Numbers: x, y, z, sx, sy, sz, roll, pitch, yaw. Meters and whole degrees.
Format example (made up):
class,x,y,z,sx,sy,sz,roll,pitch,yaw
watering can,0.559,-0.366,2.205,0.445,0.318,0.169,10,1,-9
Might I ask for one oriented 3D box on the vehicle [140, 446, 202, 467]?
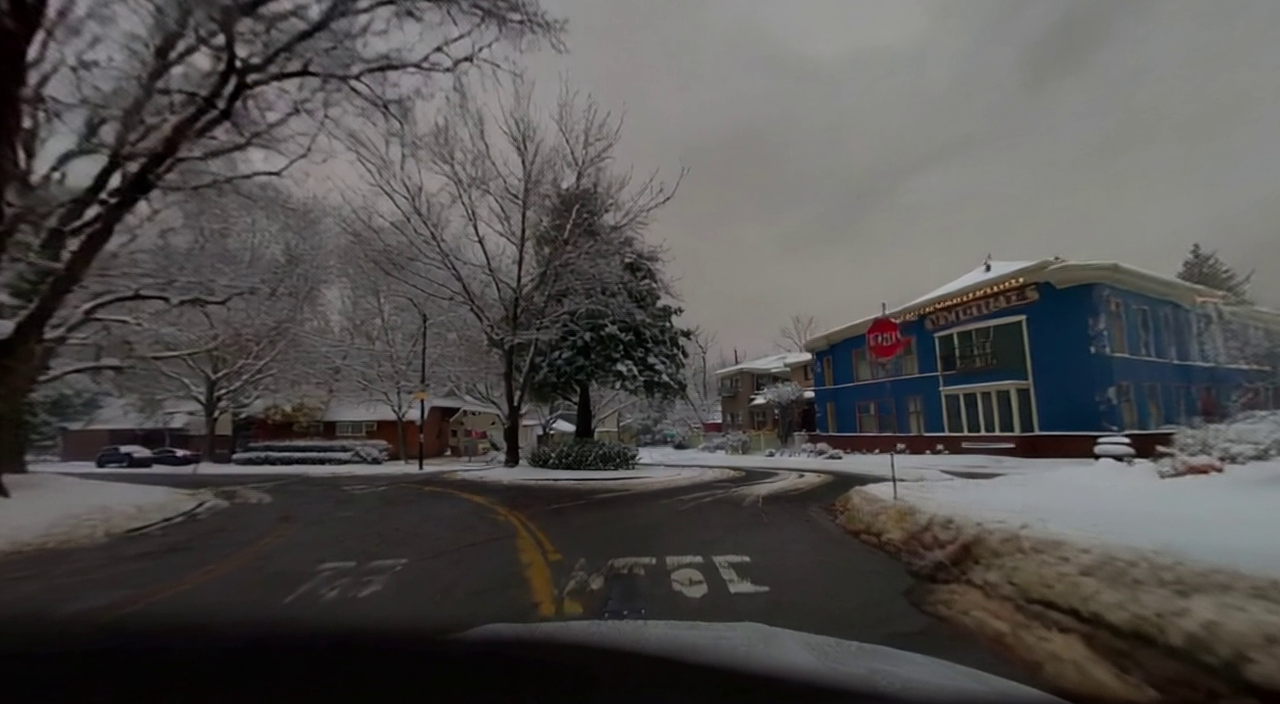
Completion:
class,x,y,z,sx,sy,sz,roll,pitch,yaw
vehicle,-34.929,7.810,47.012,3.362,1.404,1.588,-2,-8,0
